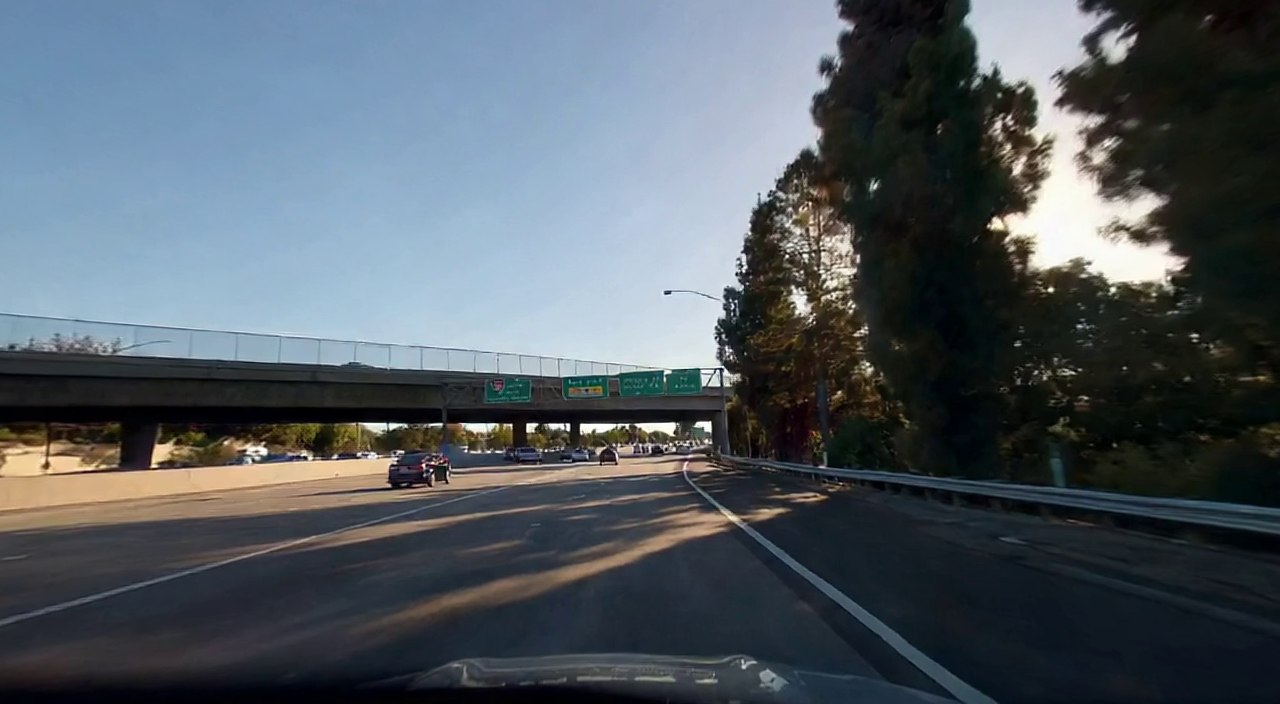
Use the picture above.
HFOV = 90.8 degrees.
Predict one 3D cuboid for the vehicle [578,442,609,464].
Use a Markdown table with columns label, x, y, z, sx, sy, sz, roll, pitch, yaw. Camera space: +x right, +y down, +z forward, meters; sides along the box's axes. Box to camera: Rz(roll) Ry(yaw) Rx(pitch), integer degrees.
| label | x | y | z | sx | sy | sz | roll | pitch | yaw |
| --- | --- | --- | --- | --- | --- | --- | --- | --- | --- |
| vehicle | -3.451 | 7.627 | 47.730 | 2.271 | 1.537 | 4.029 | 0 | -9 | -3 |
